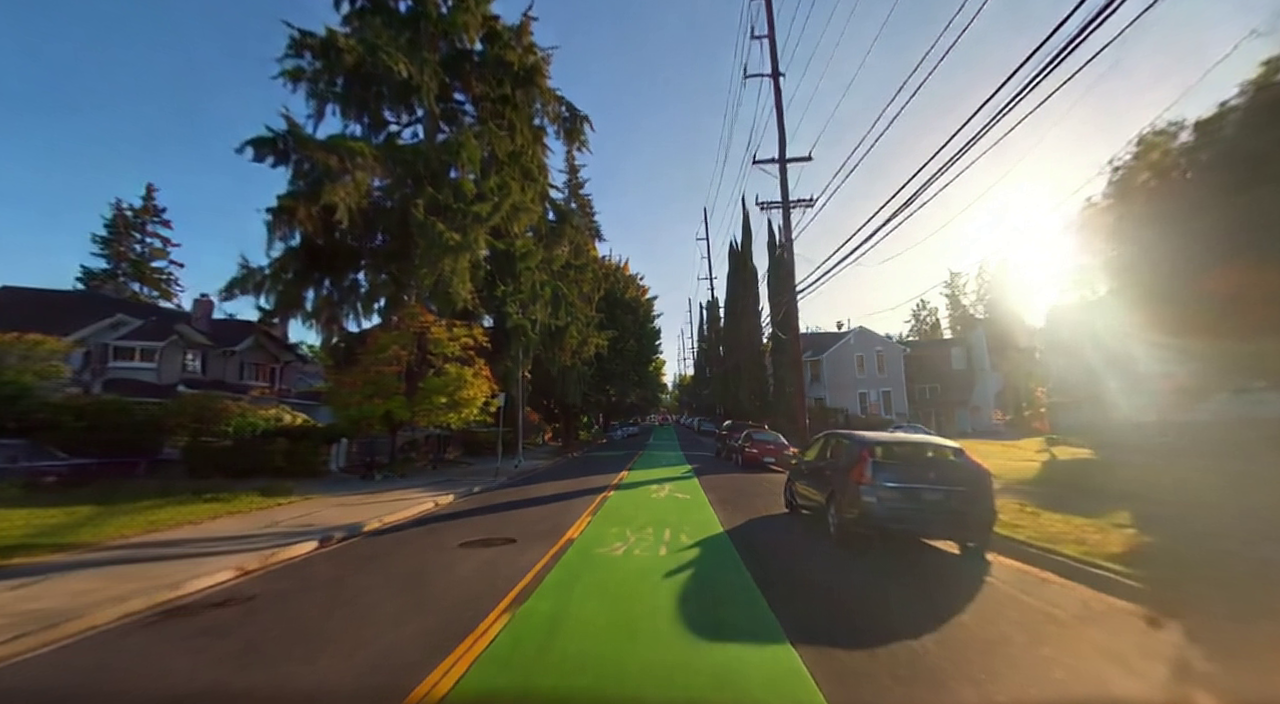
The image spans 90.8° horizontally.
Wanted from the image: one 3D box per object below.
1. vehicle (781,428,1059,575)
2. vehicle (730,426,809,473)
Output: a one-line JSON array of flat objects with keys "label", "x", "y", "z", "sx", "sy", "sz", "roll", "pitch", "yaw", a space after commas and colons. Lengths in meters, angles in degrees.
[{"label": "vehicle", "x": 3.499, "y": 1.939, "z": 9.096, "sx": 2.235, "sy": 1.500, "sz": 4.496, "roll": 1, "pitch": -8, "yaw": 4}, {"label": "vehicle", "x": 4.506, "y": 3.466, "z": 22.593, "sx": 1.981, "sy": 1.512, "sz": 4.144, "roll": 0, "pitch": -9, "yaw": 0}]
